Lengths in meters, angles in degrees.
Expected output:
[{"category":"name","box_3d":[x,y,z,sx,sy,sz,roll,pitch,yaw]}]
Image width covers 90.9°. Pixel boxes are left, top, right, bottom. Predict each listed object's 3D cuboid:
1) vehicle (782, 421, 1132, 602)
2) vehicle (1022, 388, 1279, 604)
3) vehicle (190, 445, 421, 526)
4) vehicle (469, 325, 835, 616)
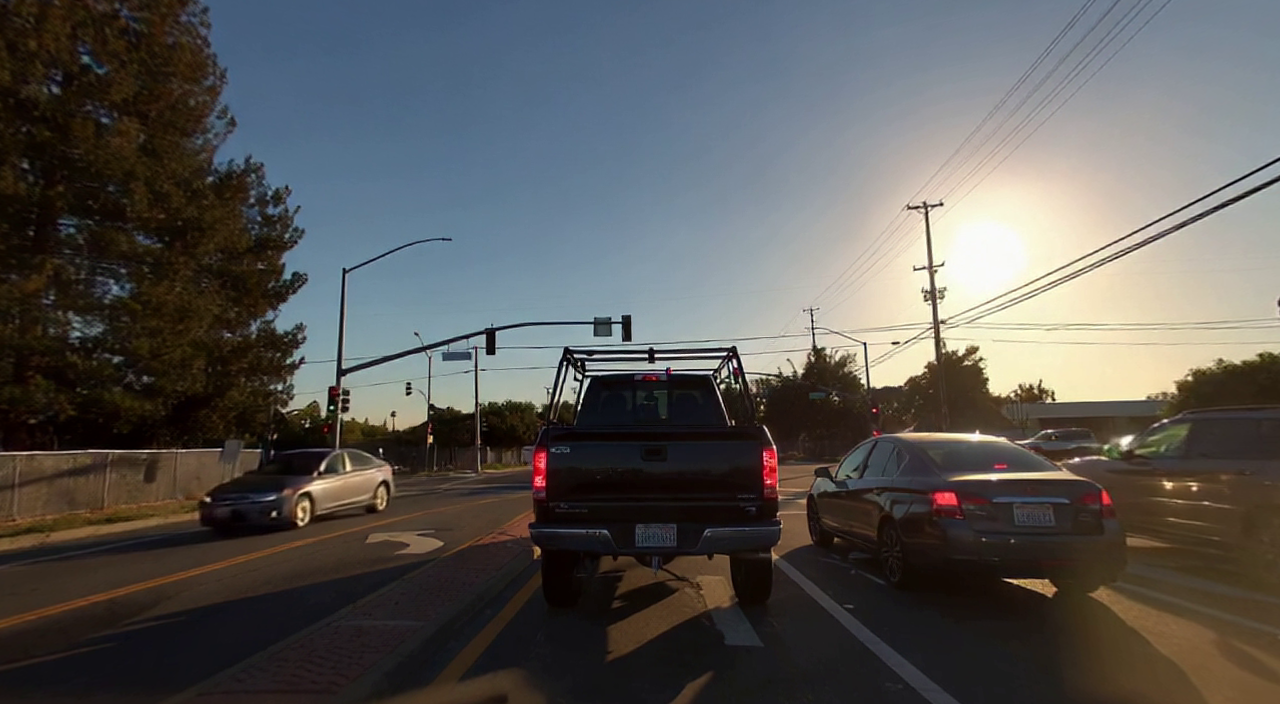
[{"category":"vehicle","box_3d":[3.118,1.637,7.362,1.993,1.495,4.060,0,-8,1]},{"category":"vehicle","box_3d":[6.154,1.338,6.272,1.982,1.727,4.352,0,-8,1]},{"category":"vehicle","box_3d":[-7.694,3.073,15.319,2.378,1.611,5.046,-1,-9,8]},{"category":"vehicle","box_3d":[0.112,1.361,8.079,2.831,2.284,6.149,0,-8,0]}]
